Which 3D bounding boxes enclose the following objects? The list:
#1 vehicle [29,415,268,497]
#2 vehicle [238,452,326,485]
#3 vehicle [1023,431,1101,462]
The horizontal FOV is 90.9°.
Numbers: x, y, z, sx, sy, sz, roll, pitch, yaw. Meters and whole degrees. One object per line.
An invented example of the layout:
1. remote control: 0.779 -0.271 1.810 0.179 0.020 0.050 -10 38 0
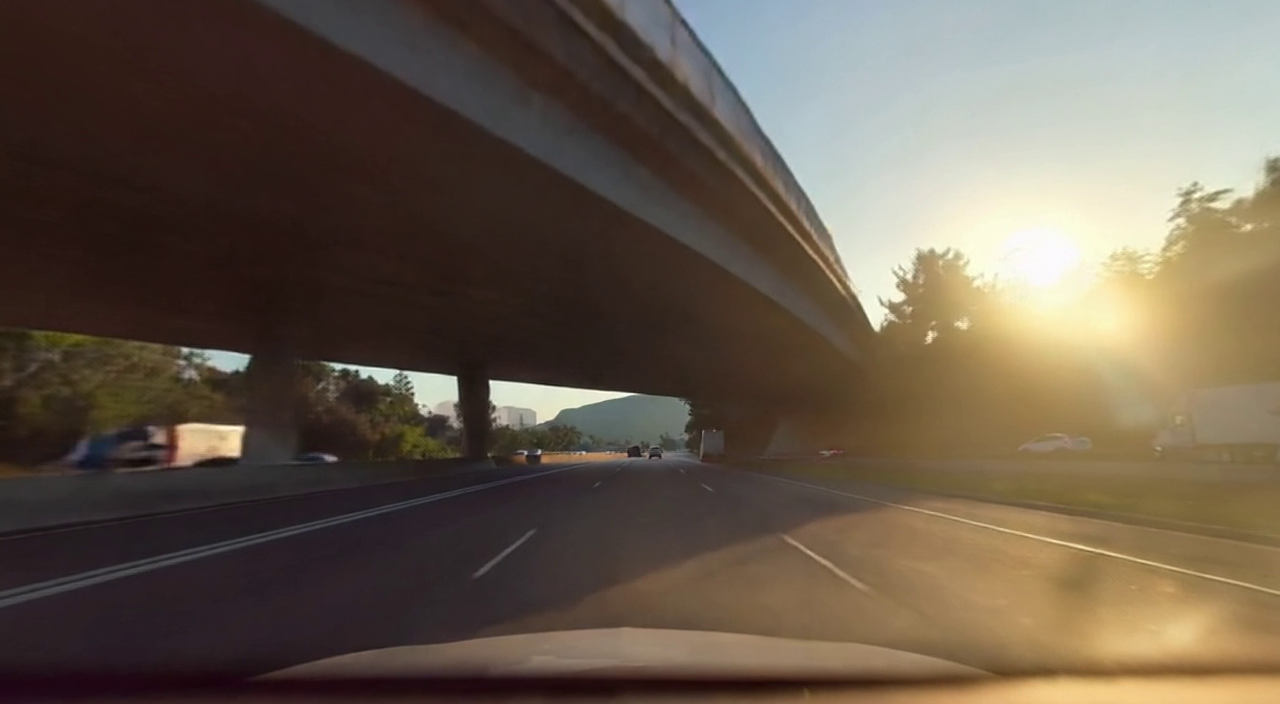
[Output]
1. vehicle: -28.530 6.247 38.345 2.858 3.971 14.344 0 -9 1
2. vehicle: -21.138 6.877 37.516 1.997 1.743 5.137 0 -9 3
3. vehicle: 26.808 6.025 40.181 2.038 1.823 3.744 1 -9 -9
